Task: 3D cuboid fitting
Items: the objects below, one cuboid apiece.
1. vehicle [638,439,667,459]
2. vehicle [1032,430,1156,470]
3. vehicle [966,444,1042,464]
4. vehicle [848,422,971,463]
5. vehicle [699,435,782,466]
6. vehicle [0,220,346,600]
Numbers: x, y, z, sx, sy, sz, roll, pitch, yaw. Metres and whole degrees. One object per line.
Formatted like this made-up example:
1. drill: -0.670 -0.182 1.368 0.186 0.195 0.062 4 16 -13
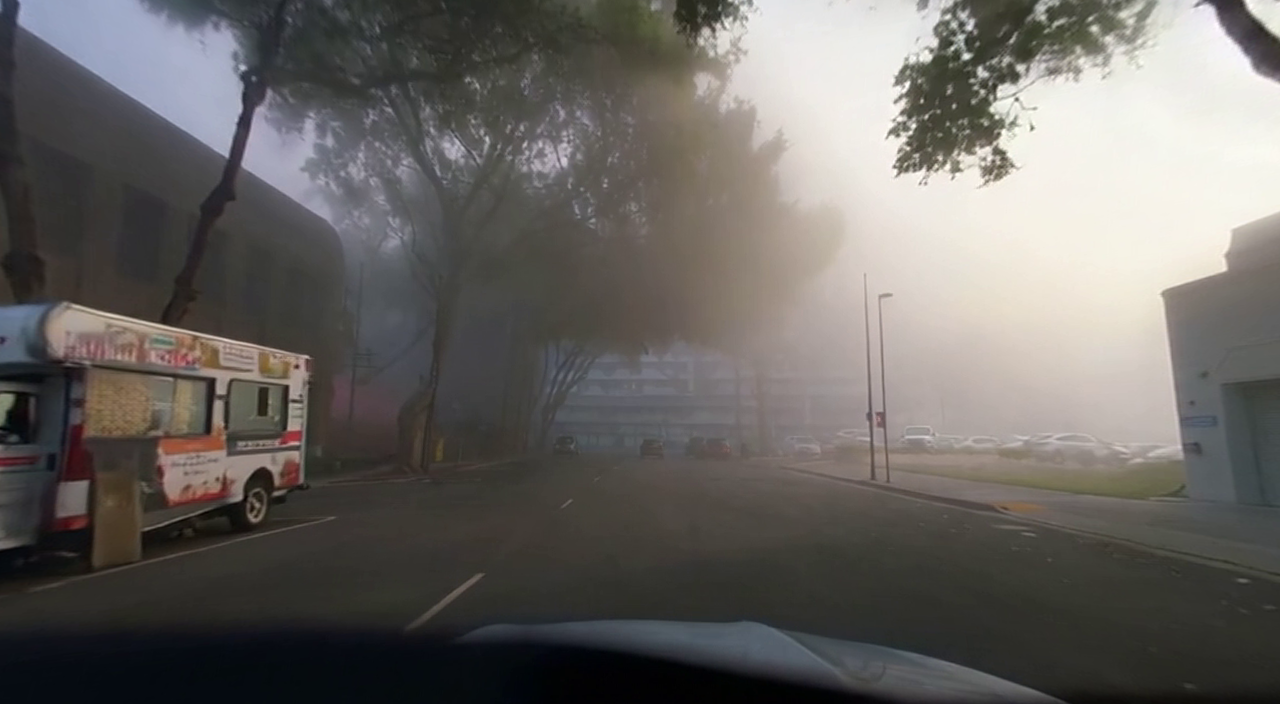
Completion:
1. vehicle: 0.912 7.419 48.516 2.046 1.445 4.001 0 -8 -2
2. vehicle: 26.557 5.750 37.105 5.596 2.168 2.307 2 -8 -3
3. vehicle: 27.376 7.665 47.557 4.558 1.452 1.790 0 -8 0
4. vehicle: 14.470 4.893 34.178 5.540 2.045 2.259 0 -8 0
5. vehicle: 5.958 5.811 37.281 4.626 1.723 1.939 5 -10 -31
6. vehicle: -6.987 0.915 8.191 2.968 3.222 7.036 -1 -8 -1
